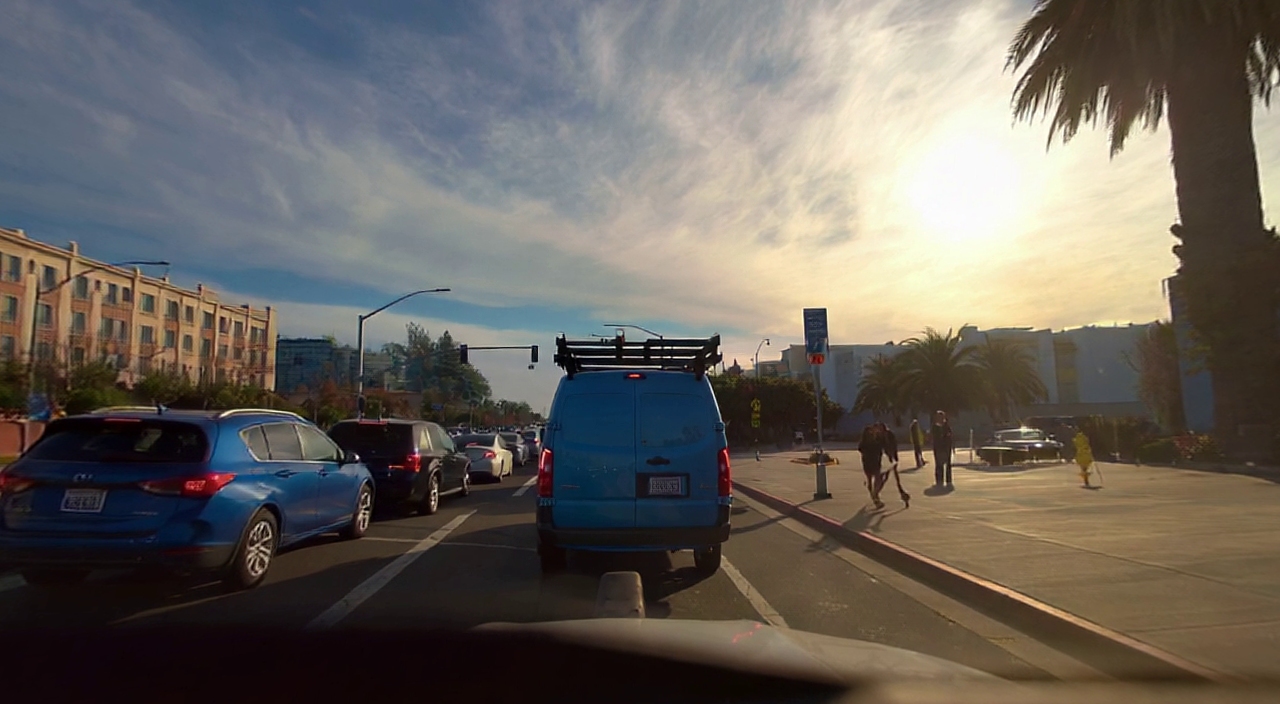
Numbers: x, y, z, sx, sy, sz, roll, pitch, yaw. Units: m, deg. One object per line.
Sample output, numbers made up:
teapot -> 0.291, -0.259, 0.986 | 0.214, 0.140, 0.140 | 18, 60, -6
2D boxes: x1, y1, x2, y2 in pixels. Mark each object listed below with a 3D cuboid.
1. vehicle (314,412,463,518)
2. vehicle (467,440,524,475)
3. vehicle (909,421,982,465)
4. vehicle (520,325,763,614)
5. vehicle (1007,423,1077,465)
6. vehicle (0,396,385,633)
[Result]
vehicle -> -5.211, 2.407, 13.896 | 2.089, 1.854, 5.022 | 2, -9, -11
vehicle -> -6.833, 4.894, 29.573 | 1.818, 1.479, 4.428 | 4, -9, -22
vehicle -> 12.649, 3.763, 26.046 | 2.046, 1.675, 3.924 | -6, -10, 33
vehicle -> -0.197, 1.220, 7.178 | 1.902, 2.238, 4.263 | 1, -9, -6
vehicle -> 15.789, 3.620, 24.725 | 2.048, 1.475, 3.972 | -6, -10, 34
vehicle -> -4.399, 1.466, 6.657 | 1.986, 1.643, 4.315 | 1, -9, -6
